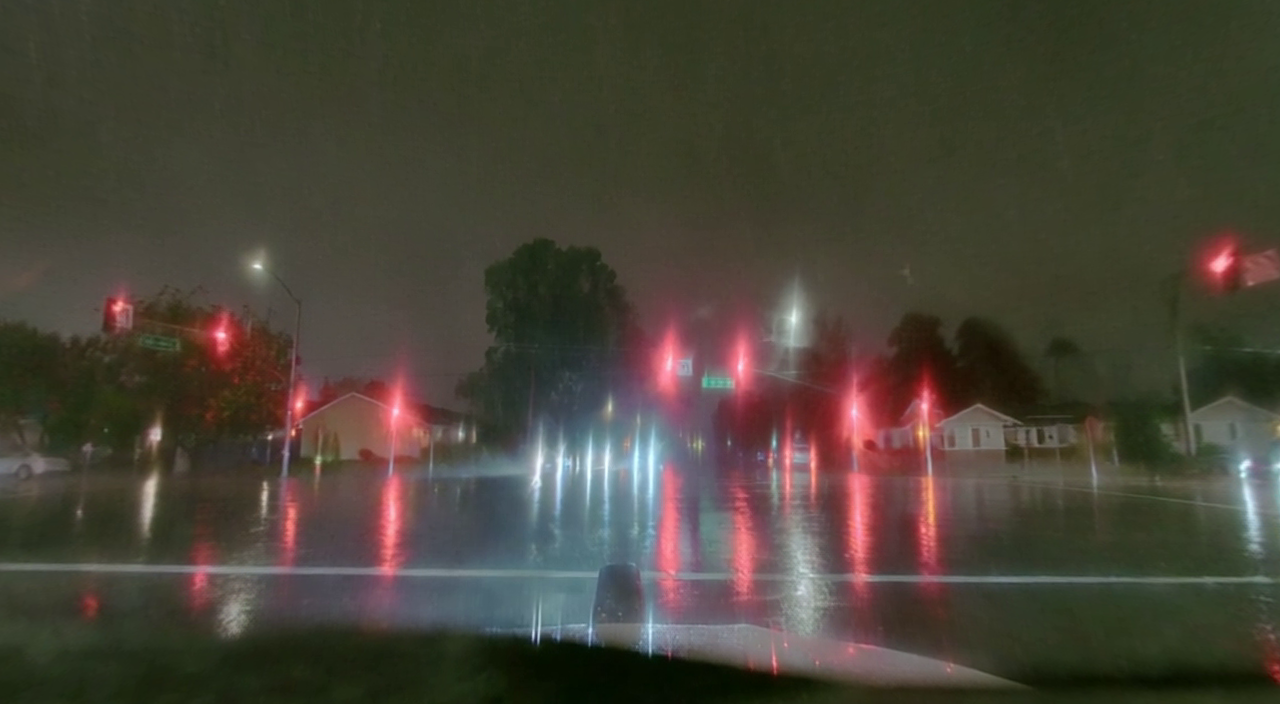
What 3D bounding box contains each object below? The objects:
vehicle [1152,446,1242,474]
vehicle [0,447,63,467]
[{"bbox_3d":[36.781,7.105,41.871,1.853,1.723,4.460,0,-9,0],"label":"vehicle"},{"bbox_3d":[-44.284,7.526,45.380,3.949,1.422,1.744,0,-9,1],"label":"vehicle"}]
